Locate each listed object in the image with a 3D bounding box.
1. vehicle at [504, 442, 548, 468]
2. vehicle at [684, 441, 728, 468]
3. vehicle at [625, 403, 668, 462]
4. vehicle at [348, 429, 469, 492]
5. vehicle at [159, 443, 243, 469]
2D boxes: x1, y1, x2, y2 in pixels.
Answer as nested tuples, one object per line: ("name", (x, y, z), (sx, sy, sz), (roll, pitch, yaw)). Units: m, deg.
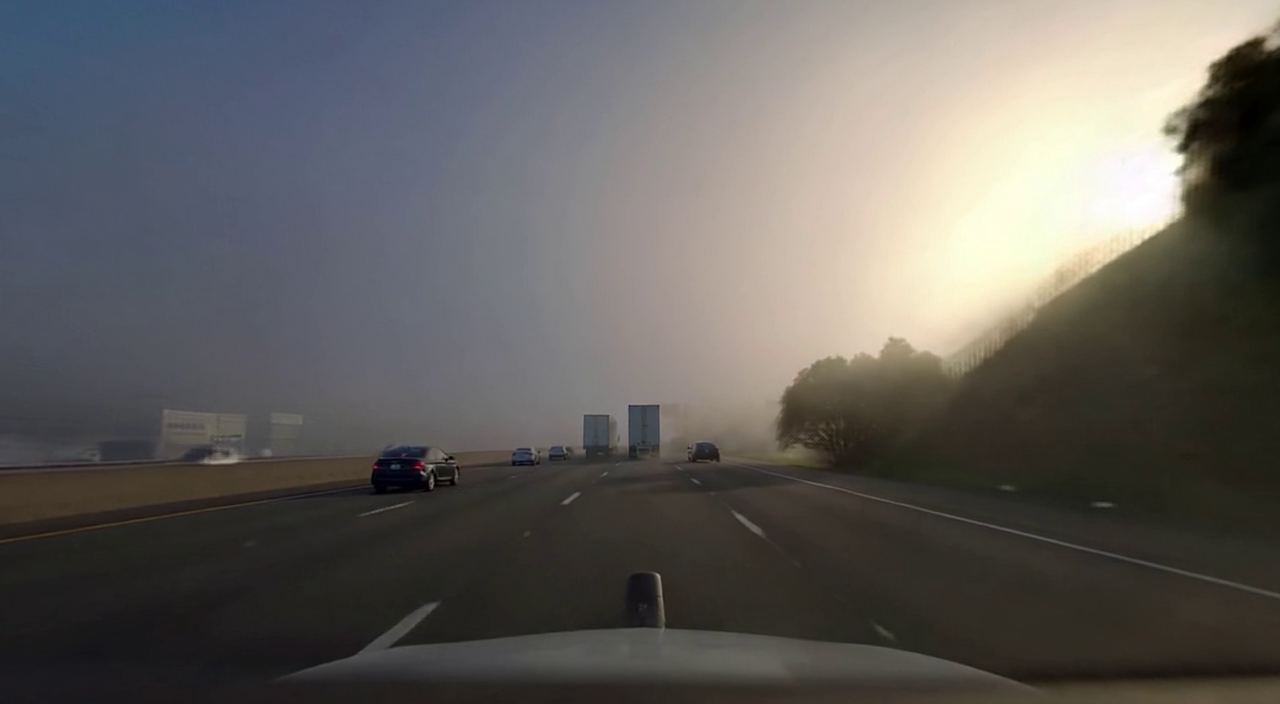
("vehicle", (-7.035, 6.407, 39.458), (1.891, 1.460, 4.506), (0, -9, 0))
("vehicle", (3.703, 5.834, 36.177), (2.006, 1.452, 4.246), (0, -9, -1))
("vehicle", (0.377, 6.382, 49.222), (2.969, 4.104, 10.906), (0, -9, -1))
("vehicle", (-7.209, 3.427, 20.224), (2.122, 1.754, 4.379), (0, -9, 1))
("vehicle", (-32.762, 7.785, 47.384), (2.109, 1.753, 5.778), (0, -9, 0))
